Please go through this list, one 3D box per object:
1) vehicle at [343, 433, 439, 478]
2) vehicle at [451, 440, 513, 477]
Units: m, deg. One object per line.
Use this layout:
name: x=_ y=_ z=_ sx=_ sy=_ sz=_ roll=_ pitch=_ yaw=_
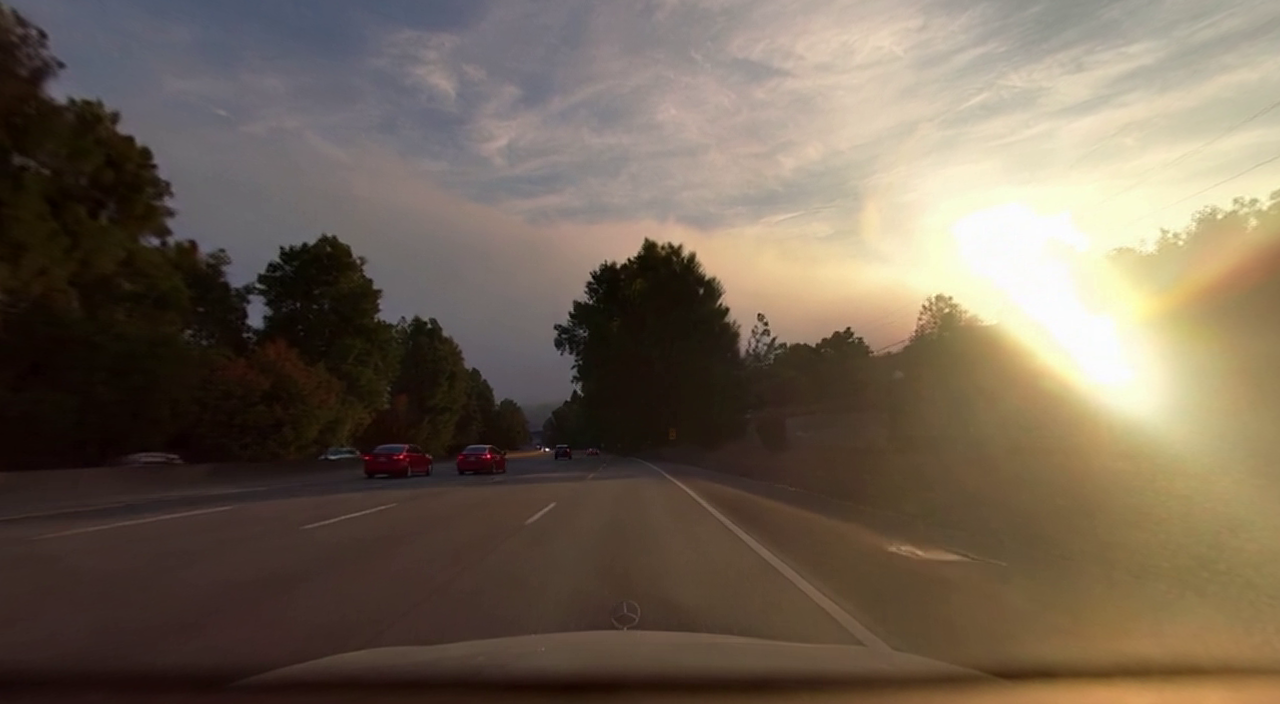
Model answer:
vehicle: x=-11.787 y=4.970 z=30.371 sx=2.425 sy=1.926 sz=5.584 roll=0 pitch=-9 yaw=-1
vehicle: x=-7.750 y=5.265 z=31.324 sx=2.060 sy=1.680 sz=4.255 roll=0 pitch=-9 yaw=-1
